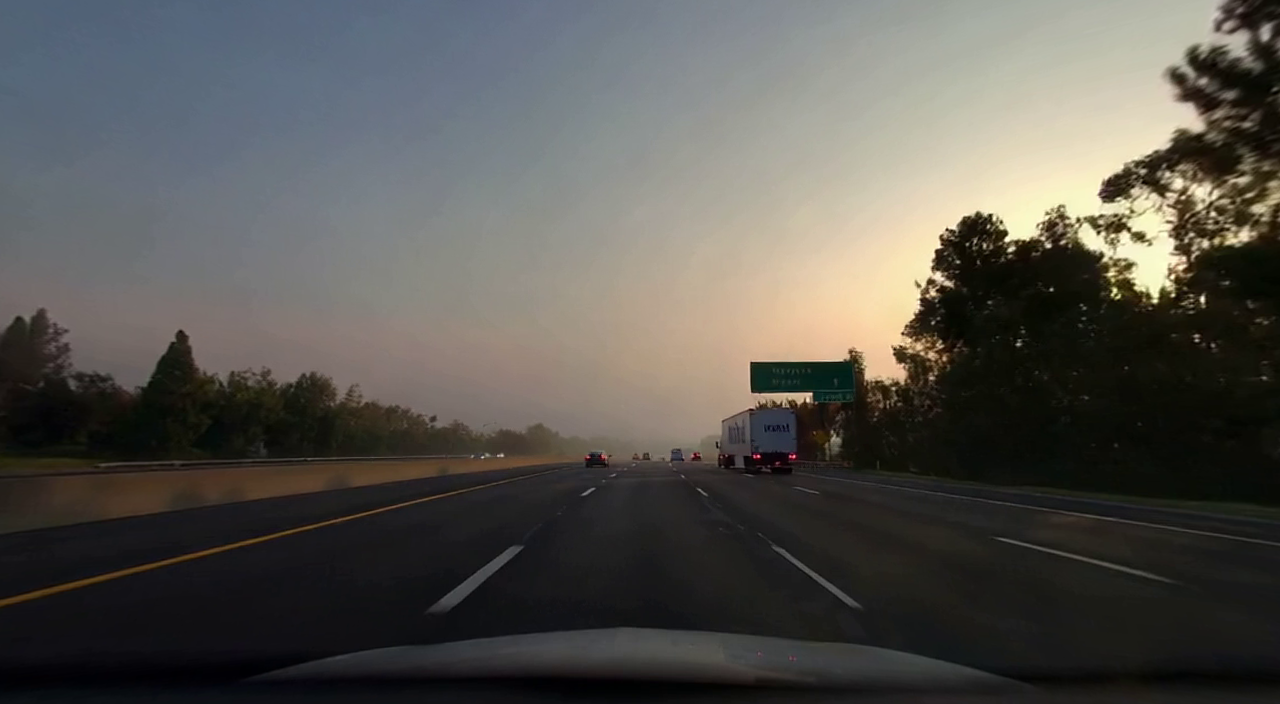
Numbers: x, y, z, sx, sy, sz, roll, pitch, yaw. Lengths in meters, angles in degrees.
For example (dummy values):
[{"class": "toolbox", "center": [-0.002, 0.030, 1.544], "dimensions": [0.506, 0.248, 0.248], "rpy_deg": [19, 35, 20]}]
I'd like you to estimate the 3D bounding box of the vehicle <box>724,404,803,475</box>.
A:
[{"class": "vehicle", "center": [8.319, 6.357, 44.962], "dimensions": [2.912, 4.143, 15.538], "rpy_deg": [0, -9, 1]}]
